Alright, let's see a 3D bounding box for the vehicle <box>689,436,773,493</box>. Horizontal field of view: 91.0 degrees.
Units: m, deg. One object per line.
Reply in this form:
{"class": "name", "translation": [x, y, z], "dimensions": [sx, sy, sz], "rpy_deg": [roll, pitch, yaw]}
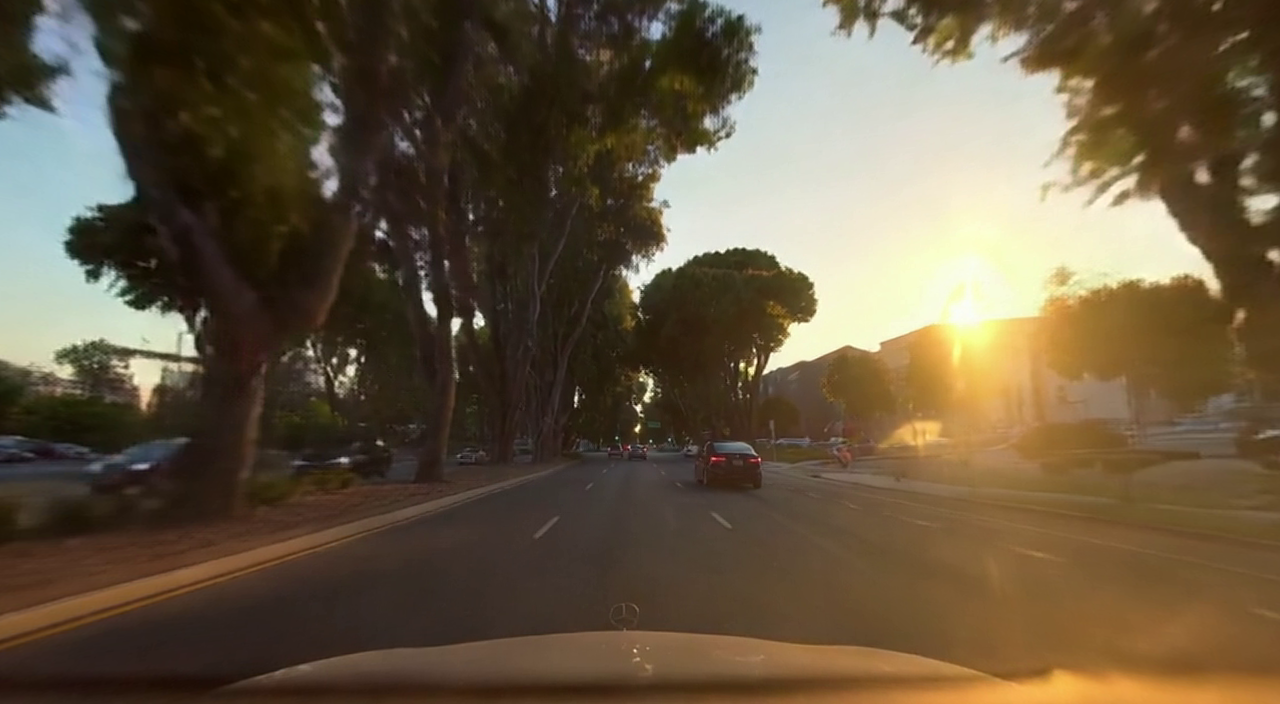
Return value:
{"class": "vehicle", "translation": [2.854, 3.650, 20.747], "dimensions": [2.022, 1.656, 4.025], "rpy_deg": [0, -9, -2]}

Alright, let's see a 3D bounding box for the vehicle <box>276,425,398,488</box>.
{"class": "vehicle", "translation": [-11.044, 3.865, 23.466], "dimensions": [2.074, 2.065, 4.946], "rpy_deg": [0, -9, -1]}

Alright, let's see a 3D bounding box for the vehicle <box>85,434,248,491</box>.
{"class": "vehicle", "translation": [-17.645, 4.151, 23.927], "dimensions": [2.094, 1.894, 5.364], "rpy_deg": [0, -9, -1]}
